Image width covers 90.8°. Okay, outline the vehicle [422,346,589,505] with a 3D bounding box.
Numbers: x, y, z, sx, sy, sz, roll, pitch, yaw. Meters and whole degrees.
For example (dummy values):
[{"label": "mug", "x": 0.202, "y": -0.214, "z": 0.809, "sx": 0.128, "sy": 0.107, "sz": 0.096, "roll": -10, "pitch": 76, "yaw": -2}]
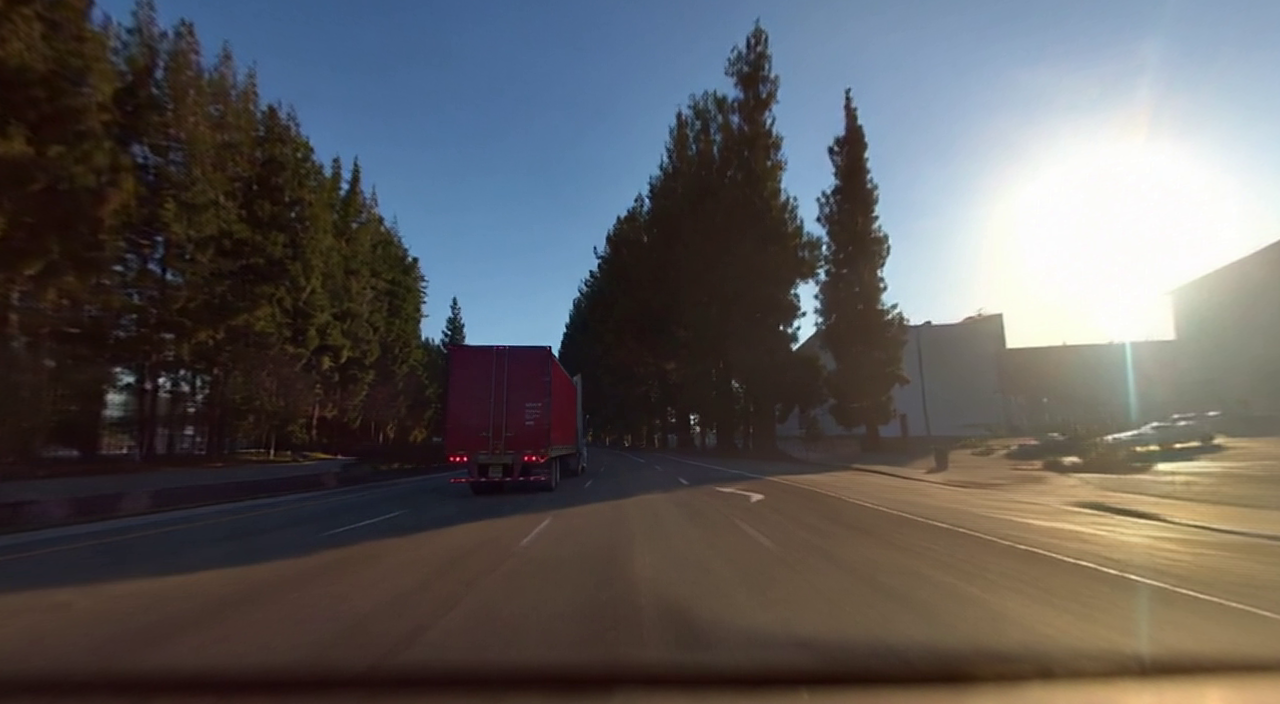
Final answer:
[{"label": "vehicle", "x": -3.231, "y": 2.179, "z": 17.884, "sx": 2.910, "sy": 3.419, "sz": 8.376, "roll": 0, "pitch": -8, "yaw": 0}]
